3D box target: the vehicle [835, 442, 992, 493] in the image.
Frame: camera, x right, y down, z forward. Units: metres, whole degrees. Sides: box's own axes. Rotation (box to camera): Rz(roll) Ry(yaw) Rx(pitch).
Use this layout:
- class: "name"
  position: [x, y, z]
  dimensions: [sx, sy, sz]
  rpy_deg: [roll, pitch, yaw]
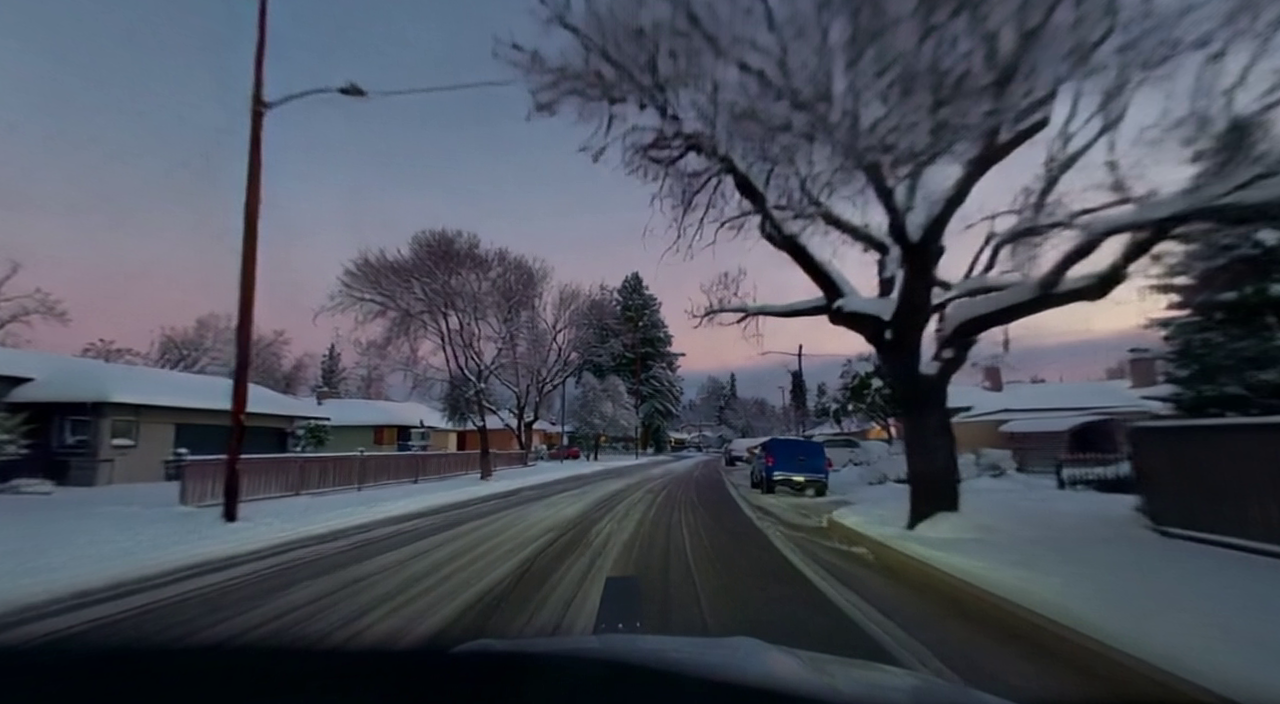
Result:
- class: "vehicle"
  position: [8.427, 3.572, 19.762]
  dimensions: [4.057, 1.483, 1.828]
  rpy_deg: [0, -8, 0]

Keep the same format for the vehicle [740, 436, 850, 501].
- class: "vehicle"
  position: [4.363, 3.344, 18.590]
  dimensions: [2.051, 1.676, 4.497]
  rpy_deg: [0, -9, -1]

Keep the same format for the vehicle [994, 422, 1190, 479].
- class: "vehicle"
  position: [13.207, 2.882, 18.803]
  dimensions: [4.246, 1.488, 1.943]
  rpy_deg: [-1, -8, 15]
